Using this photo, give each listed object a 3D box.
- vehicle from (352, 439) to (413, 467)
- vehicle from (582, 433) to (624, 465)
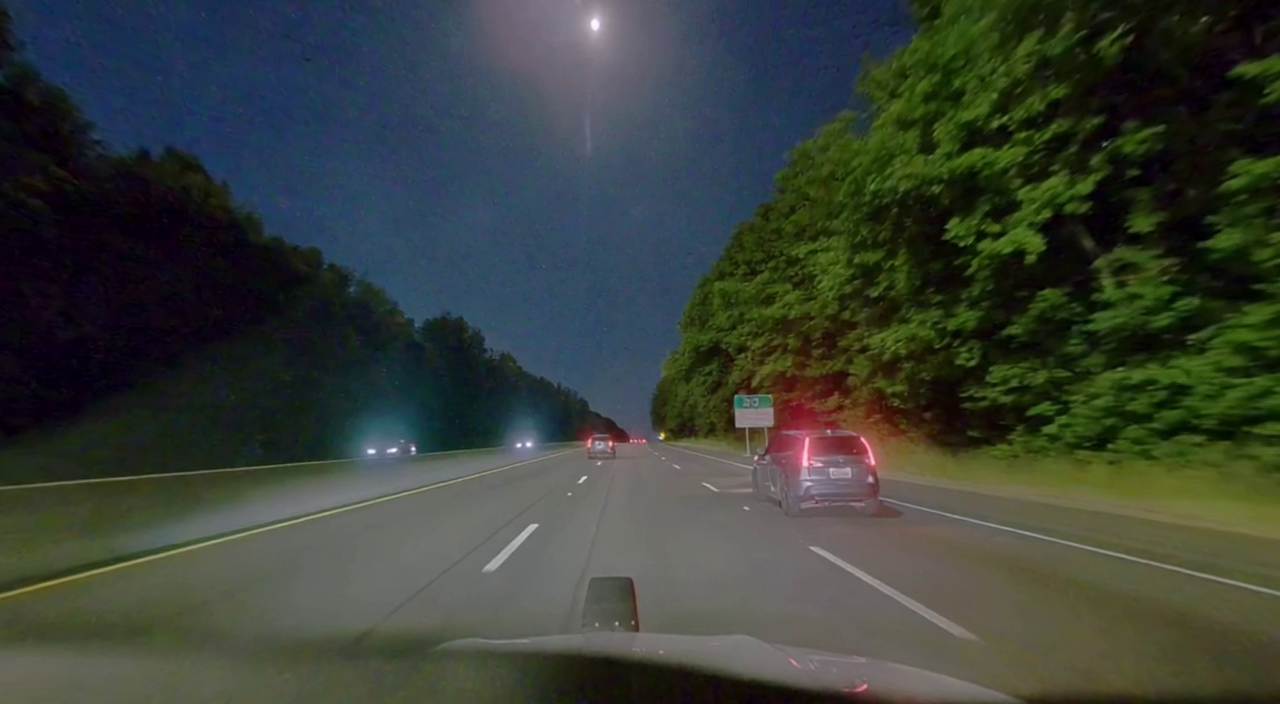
[{"bbox_3d":[-16.255,6.358,40.081,2.047,1.671,4.414,0,-8,-1],"label":"vehicle"},{"bbox_3d":[-2.019,5.420,35.496,2.094,1.653,4.283,0,-8,1],"label":"vehicle"}]
